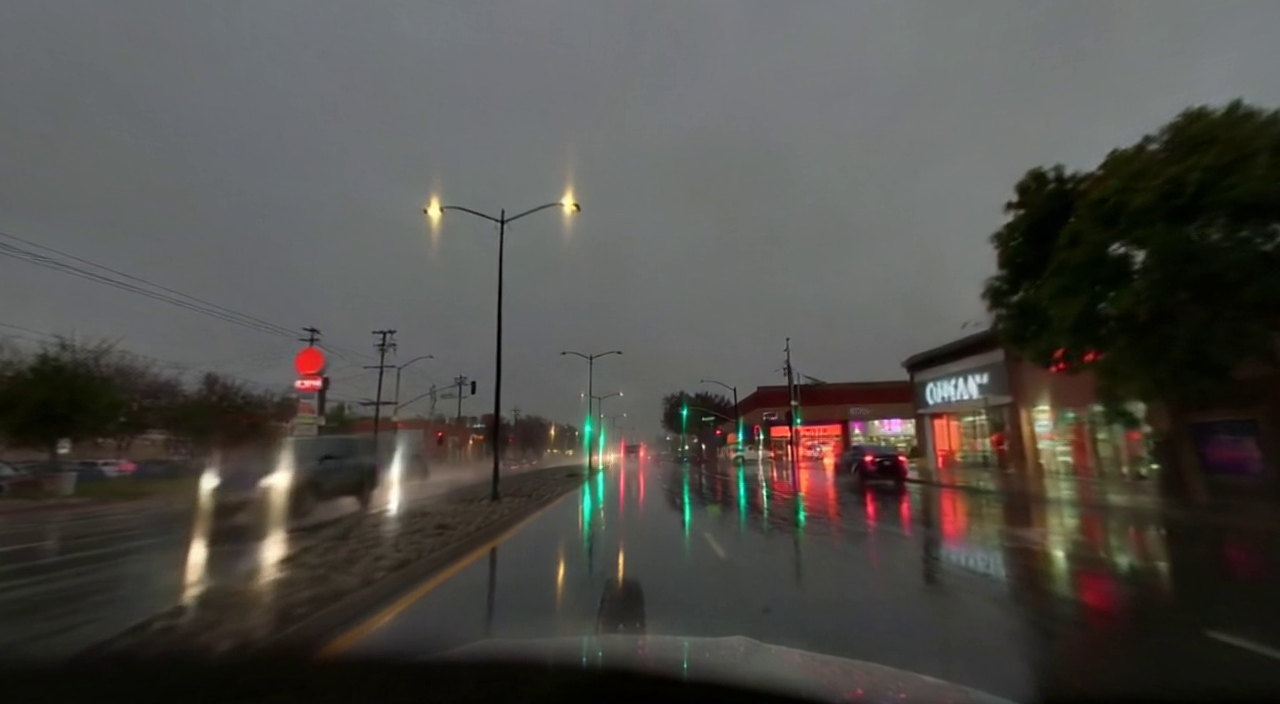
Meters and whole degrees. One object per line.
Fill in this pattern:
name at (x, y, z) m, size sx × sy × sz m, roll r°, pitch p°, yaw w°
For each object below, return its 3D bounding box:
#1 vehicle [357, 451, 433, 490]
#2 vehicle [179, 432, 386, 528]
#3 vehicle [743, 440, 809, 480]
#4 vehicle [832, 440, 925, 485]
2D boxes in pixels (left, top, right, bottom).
vehicle at (-10.815, 5.230, 28.192) m, size 1.792 × 1.584 × 3.937 m, roll 0°, pitch -9°, yaw 0°
vehicle at (-7.789, 2.798, 14.491) m, size 1.946 × 1.794 × 4.799 m, roll 0°, pitch -8°, yaw 0°
vehicle at (6.187, 4.972, 29.336) m, size 1.974 × 1.679 × 4.611 m, roll 0°, pitch -8°, yaw -1°
vehicle at (9.867, 4.593, 26.556) m, size 2.019 × 1.694 × 4.491 m, roll 0°, pitch -8°, yaw -2°
